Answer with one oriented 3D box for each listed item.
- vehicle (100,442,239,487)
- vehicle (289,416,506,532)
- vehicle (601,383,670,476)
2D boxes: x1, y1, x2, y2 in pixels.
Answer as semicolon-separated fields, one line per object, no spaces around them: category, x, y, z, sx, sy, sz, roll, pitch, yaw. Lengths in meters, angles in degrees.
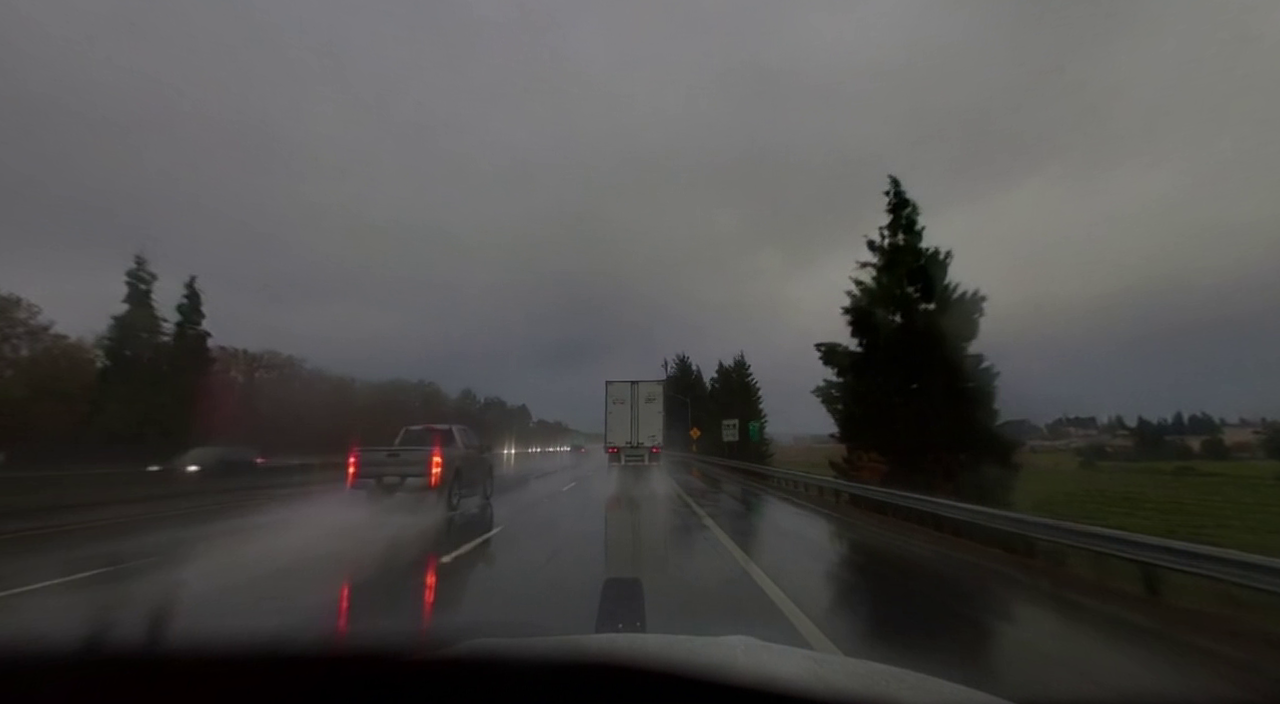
vehicle;-22.059;5.271;29.927;2.215;1.885;5.618;0;-8;1
vehicle;-4.384;2.314;12.554;2.285;1.833;4.984;0;-8;1
vehicle;-0.250;4.292;33.771;3.052;4.132;11.336;0;-8;0
